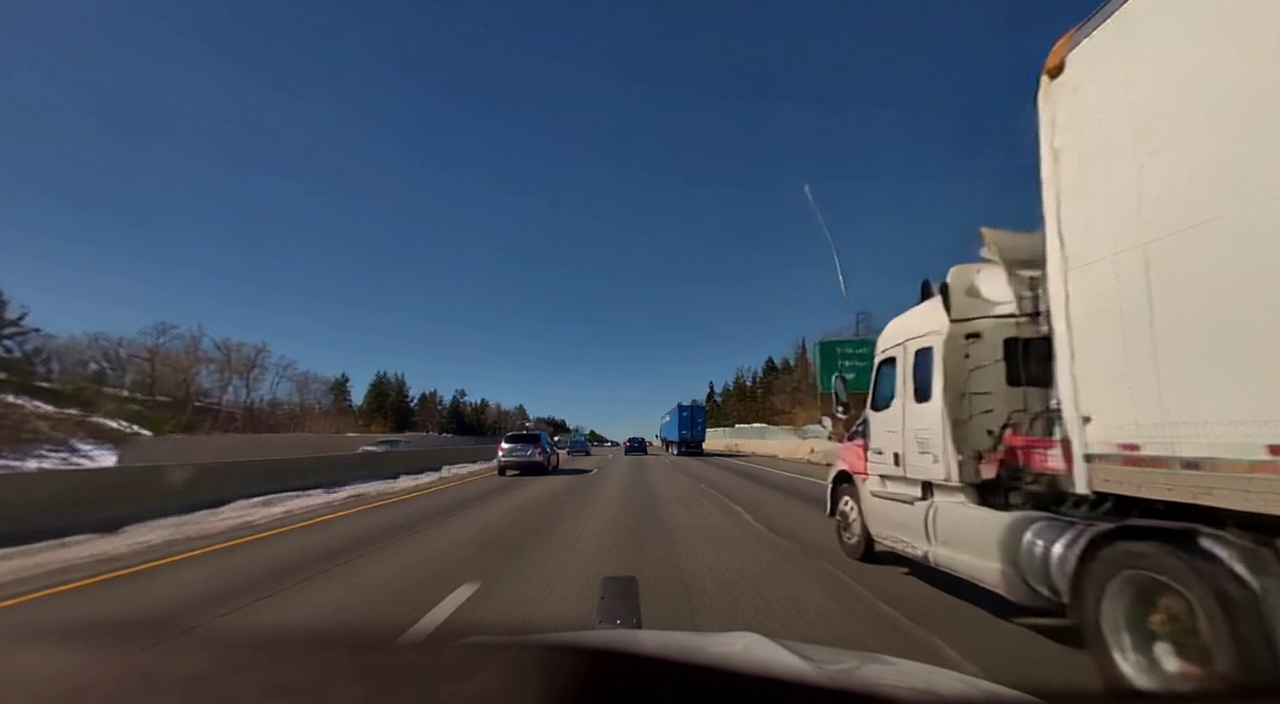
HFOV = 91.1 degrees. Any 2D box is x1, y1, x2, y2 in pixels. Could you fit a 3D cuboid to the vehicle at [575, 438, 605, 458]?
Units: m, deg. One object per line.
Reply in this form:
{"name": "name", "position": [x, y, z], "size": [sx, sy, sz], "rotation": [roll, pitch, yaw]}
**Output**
{"name": "vehicle", "position": [-3.862, 7.465, 49.095], "size": [2.021, 1.514, 4.190], "rotation": [0, -8, 0]}

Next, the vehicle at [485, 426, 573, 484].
{"name": "vehicle", "position": [-3.505, 3.333, 20.715], "size": [2.054, 1.671, 4.445], "rotation": [0, -8, 0]}

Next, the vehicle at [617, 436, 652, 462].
{"name": "vehicle", "position": [-0.382, 6.192, 40.384], "size": [2.088, 1.567, 4.240], "rotation": [0, -8, -1]}

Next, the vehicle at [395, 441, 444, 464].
{"name": "vehicle", "position": [-15.563, 7.106, 44.590], "size": [1.862, 1.529, 4.419], "rotation": [0, -8, 0]}
